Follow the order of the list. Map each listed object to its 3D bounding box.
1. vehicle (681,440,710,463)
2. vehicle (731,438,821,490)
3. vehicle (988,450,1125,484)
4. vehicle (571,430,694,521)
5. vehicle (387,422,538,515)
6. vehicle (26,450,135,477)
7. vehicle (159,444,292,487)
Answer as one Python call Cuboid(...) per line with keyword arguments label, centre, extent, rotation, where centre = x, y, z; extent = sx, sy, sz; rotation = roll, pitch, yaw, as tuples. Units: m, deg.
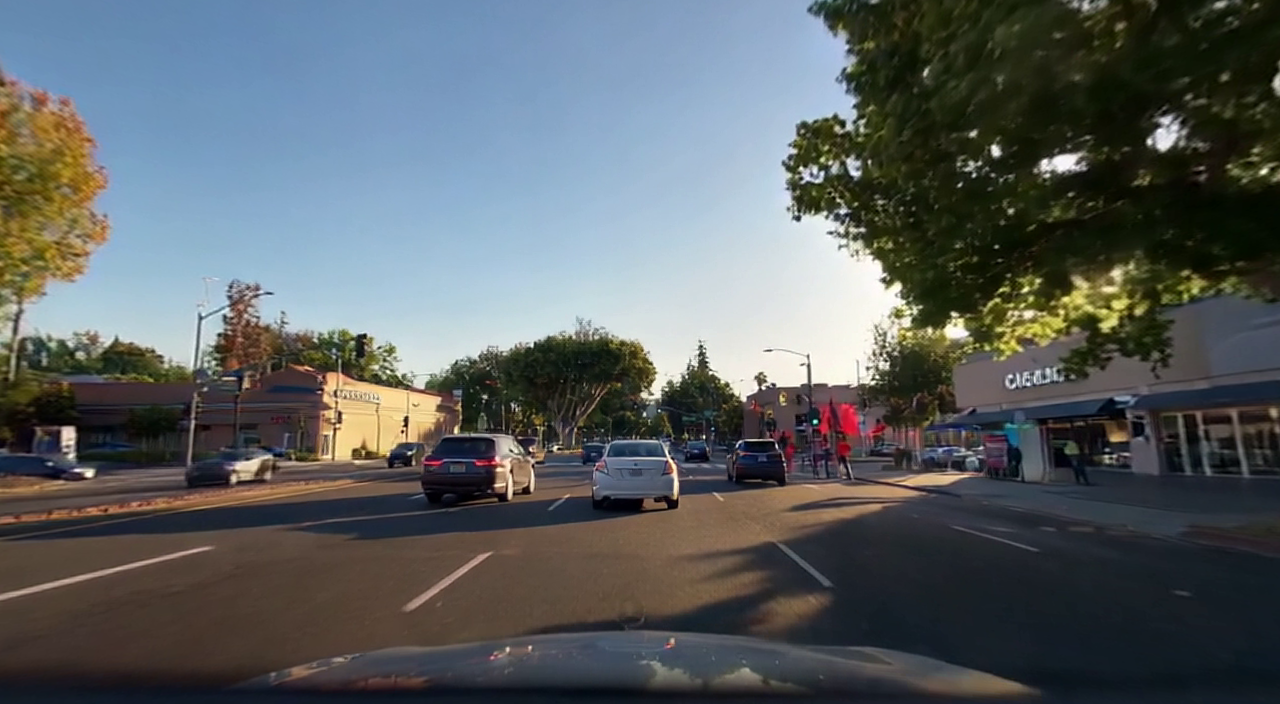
Cuboid(label="vehicle", centre=(4.085, 7.379, 46.859), extent=(1.848, 1.665, 3.747), rotation=(0, -8, 0))
Cuboid(label="vehicle", centre=(4.273, 3.574, 20.510), extent=(1.979, 1.485, 4.207), rotation=(0, -8, 0))
Cuboid(label="vehicle", centre=(19.057, 5.275, 29.043), extent=(4.795, 1.457, 1.986), rotation=(0, -8, 4))
Cuboid(label="vehicle", centre=(-0.125, 2.448, 13.028), extent=(2.121, 1.563, 4.031), rotation=(0, -8, 0))
Cuboid(label="vehicle", centre=(-3.569, 2.420, 13.560), extent=(1.983, 1.685, 3.997), rotation=(0, -8, 2))
Cuboid(label="vehicle", centre=(-31.337, 6.243, 35.469), extent=(4.106, 1.384, 1.878), rotation=(4, -9, -26))
Cuboid(label="vehicle", centre=(-15.495, 4.229, 23.914), extent=(1.896, 1.468, 4.573), rotation=(0, -8, 0))
